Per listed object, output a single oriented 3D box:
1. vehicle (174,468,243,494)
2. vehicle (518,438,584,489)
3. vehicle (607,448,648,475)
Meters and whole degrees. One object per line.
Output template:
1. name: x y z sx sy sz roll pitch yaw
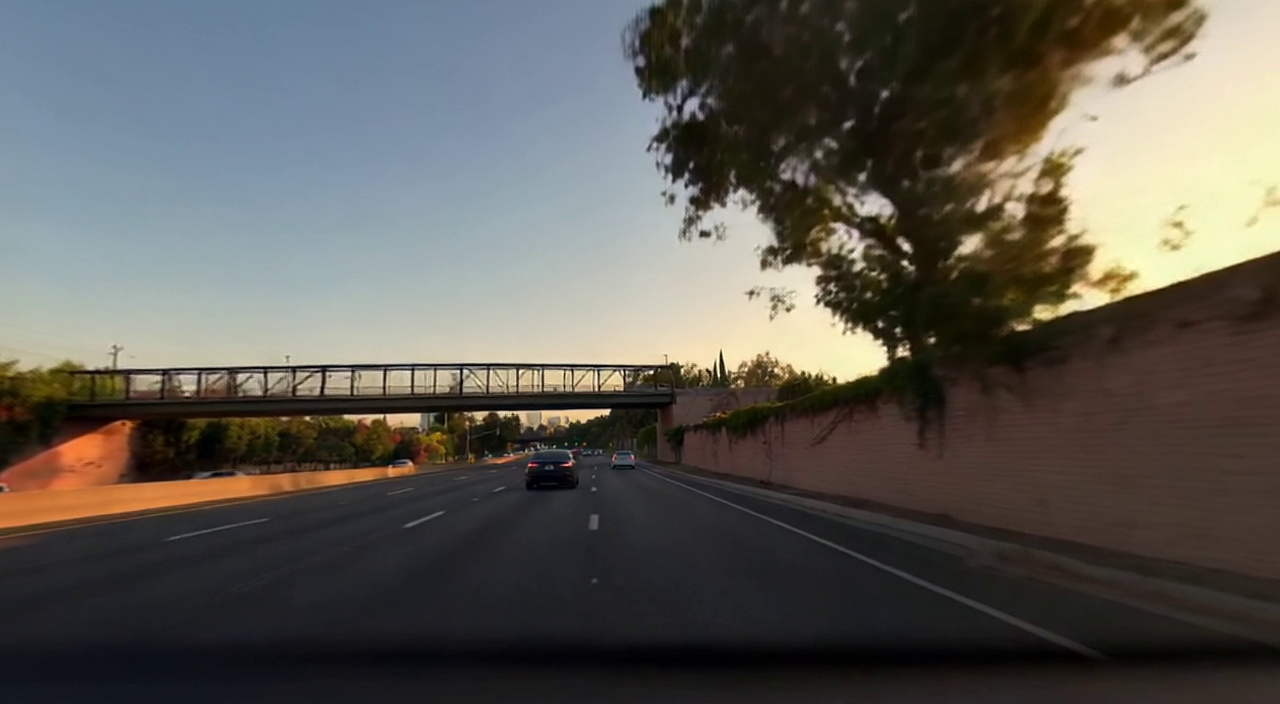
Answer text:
1. vehicle: -29.473 8.821 43.339 1.769 1.473 4.539 0 -9 -3
2. vehicle: -3.373 4.310 24.782 2.223 1.771 4.581 1 -9 -4
3. vehicle: -0.823 6.696 38.832 2.205 1.509 4.272 1 -9 -5
